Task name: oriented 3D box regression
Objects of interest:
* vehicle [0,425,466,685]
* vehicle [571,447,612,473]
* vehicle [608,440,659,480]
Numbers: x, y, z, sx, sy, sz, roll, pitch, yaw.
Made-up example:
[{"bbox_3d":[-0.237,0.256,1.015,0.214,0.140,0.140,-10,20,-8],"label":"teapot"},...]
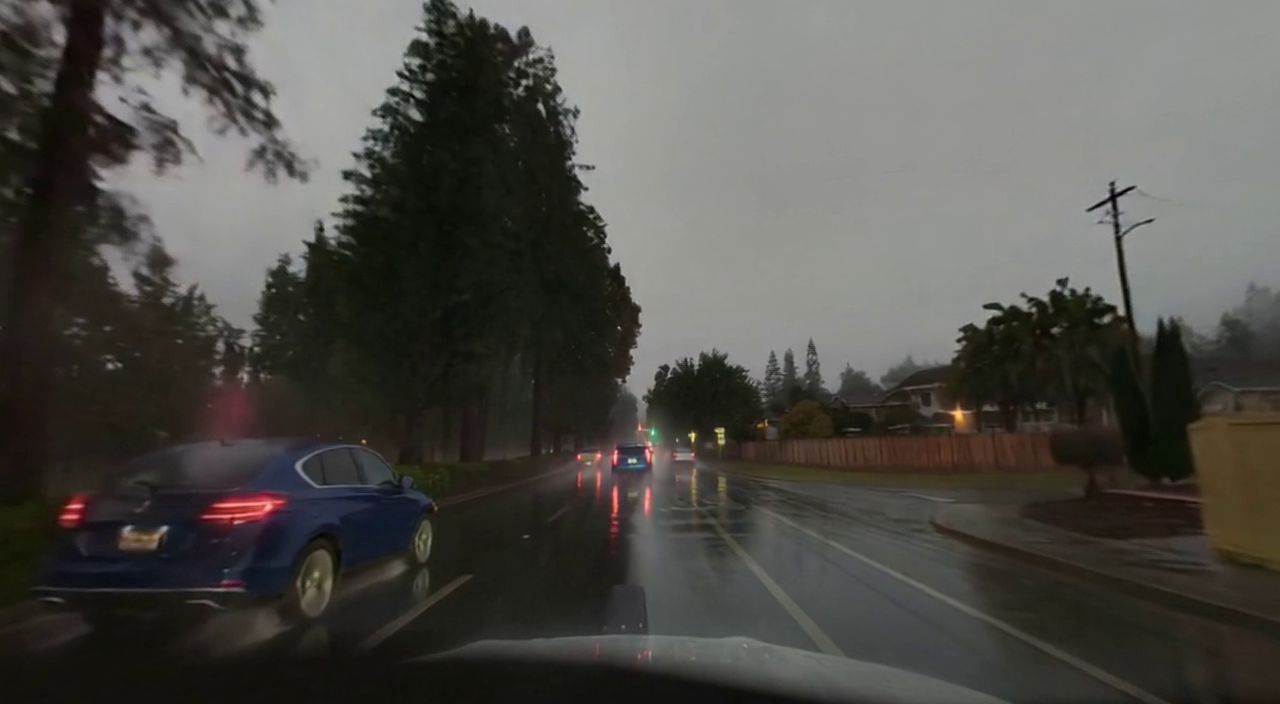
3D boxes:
[{"bbox_3d":[-3.551,1.541,6.179,2.105,1.469,4.978,0,-8,2],"label":"vehicle"},{"bbox_3d":[-2.851,6.457,37.796,2.032,1.433,4.458,0,-8,2],"label":"vehicle"},{"bbox_3d":[-0.246,4.977,29.184,2.220,1.742,4.047,0,-8,1],"label":"vehicle"}]
